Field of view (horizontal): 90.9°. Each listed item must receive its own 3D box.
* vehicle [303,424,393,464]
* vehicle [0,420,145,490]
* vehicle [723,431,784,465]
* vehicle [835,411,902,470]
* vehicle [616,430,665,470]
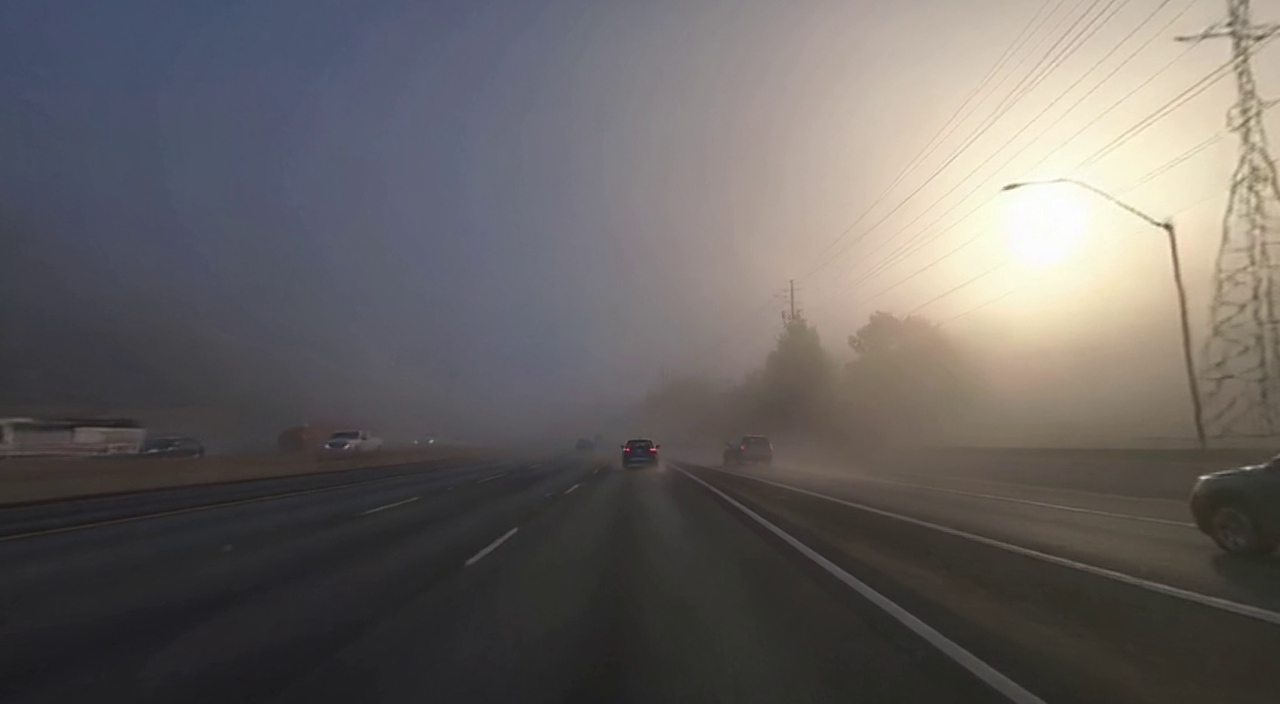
[{"bbox_3d":[-16.344,5.231,35.736,2.339,2.062,5.804,0,-8,0],"label":"vehicle"},{"bbox_3d":[-16.022,2.685,16.559,2.055,1.611,4.851,0,-8,0],"label":"vehicle"},{"bbox_3d":[6.056,5.208,34.336,2.099,1.720,4.829,1,-9,-4],"label":"vehicle"},{"bbox_3d":[11.523,4.490,31.994,2.162,2.775,2.707,0,-8,-3],"label":"vehicle"},{"bbox_3d":[-0.035,4.686,30.324,2.192,1.769,4.287,0,-8,-2],"label":"vehicle"}]
